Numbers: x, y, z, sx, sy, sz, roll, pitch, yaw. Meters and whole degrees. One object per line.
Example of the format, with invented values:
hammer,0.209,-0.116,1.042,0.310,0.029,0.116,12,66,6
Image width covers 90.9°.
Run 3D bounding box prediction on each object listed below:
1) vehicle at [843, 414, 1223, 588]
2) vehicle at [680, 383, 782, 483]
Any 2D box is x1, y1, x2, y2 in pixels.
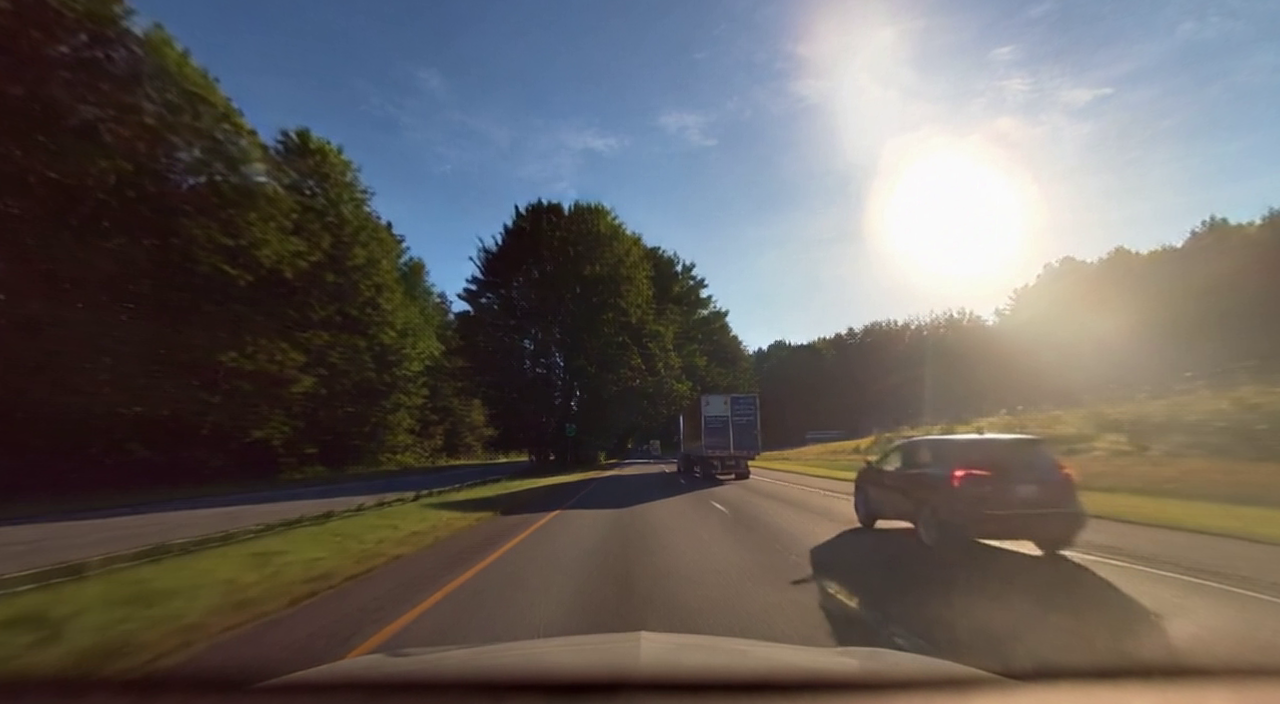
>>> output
vehicle,4.644,1.832,8.628,2.118,1.688,4.715,0,-9,0
vehicle,4.195,4.446,33.203,3.231,4.102,14.393,0,-9,0
